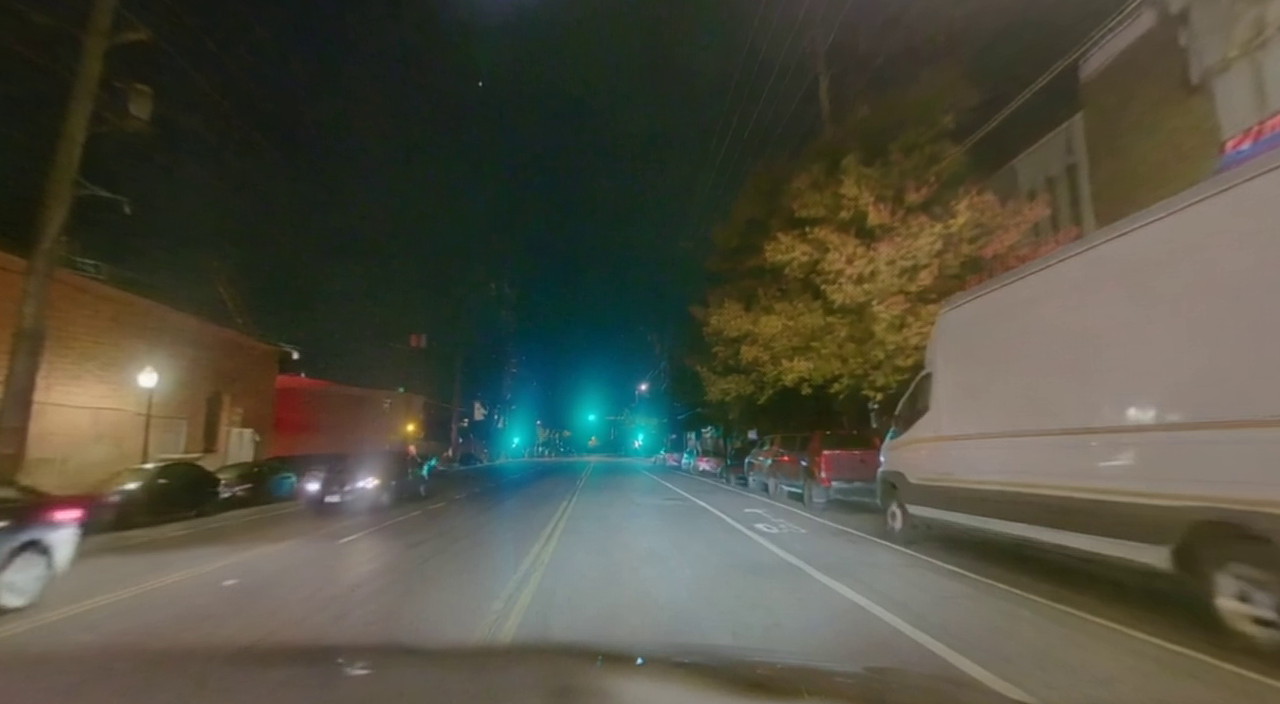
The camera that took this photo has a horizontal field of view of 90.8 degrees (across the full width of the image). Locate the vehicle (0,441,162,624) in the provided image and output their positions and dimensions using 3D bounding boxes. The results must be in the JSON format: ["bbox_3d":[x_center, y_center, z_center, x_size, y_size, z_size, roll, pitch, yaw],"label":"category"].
[{"bbox_3d":[-6.098,1.392,4.603,1.845,1.469,4.413,0,-8,-2],"label":"vehicle"}]

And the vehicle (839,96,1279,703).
[{"bbox_3d":[4.658,0.564,5.548,2.815,3.203,7.558,0,-8,-4],"label":"vehicle"}]

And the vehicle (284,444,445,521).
[{"bbox_3d":[-6.109,2.898,14.697,1.925,1.479,4.444,0,-8,-3],"label":"vehicle"}]
